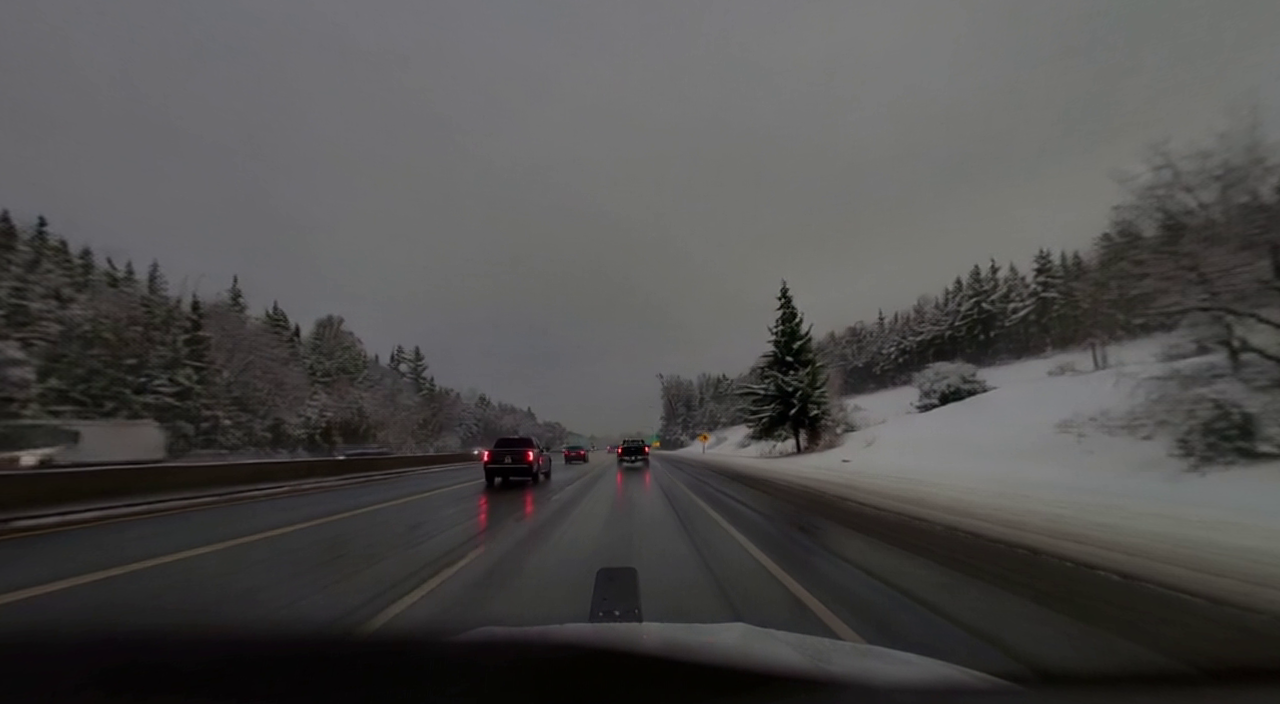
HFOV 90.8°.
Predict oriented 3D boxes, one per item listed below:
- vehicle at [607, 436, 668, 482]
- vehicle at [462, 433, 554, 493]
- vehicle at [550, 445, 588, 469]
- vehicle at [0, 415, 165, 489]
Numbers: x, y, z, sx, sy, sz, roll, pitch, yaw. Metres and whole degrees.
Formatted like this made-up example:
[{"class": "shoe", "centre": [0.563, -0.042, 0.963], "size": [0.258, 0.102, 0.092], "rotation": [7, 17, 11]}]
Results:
[{"class": "vehicle", "centre": [-0.118, 4.470, 26.642], "size": [2.378, 1.750, 4.355], "rotation": [0, -8, -1]}, {"class": "vehicle", "centre": [-4.174, 3.589, 20.782], "size": [2.044, 1.717, 4.421], "rotation": [0, -8, 0]}, {"class": "vehicle", "centre": [-4.689, 7.030, 42.402], "size": [2.084, 1.528, 4.094], "rotation": [0, -8, 0]}, {"class": "vehicle", "centre": [-21.114, 3.673, 23.492], "size": [2.586, 2.392, 5.504], "rotation": [0, -8, -1]}]
